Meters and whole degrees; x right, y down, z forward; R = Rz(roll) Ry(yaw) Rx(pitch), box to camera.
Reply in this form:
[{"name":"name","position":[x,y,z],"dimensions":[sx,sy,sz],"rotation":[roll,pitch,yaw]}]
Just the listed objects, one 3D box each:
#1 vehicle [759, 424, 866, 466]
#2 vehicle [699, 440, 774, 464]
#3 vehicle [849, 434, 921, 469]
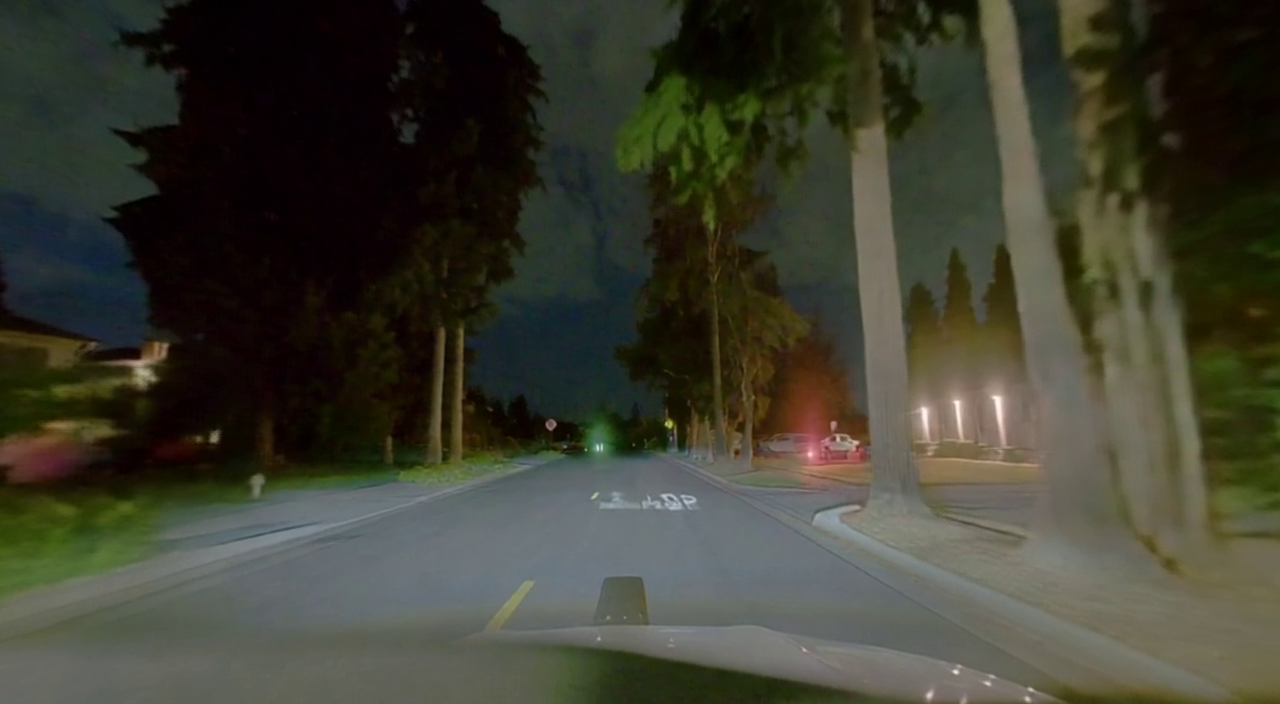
[{"name":"vehicle","position":[9.650,5.203,35.576],"dimensions":[5.239,1.933,2.131],"rotation":[-4,-6,-3]},{"name":"vehicle","position":[5.816,6.080,38.315],"dimensions":[4.229,1.402,1.811],"rotation":[0,-8,0]},{"name":"vehicle","position":[11.546,4.619,29.501],"dimensions":[2.004,1.511,4.494],"rotation":[-6,-10,35]}]
